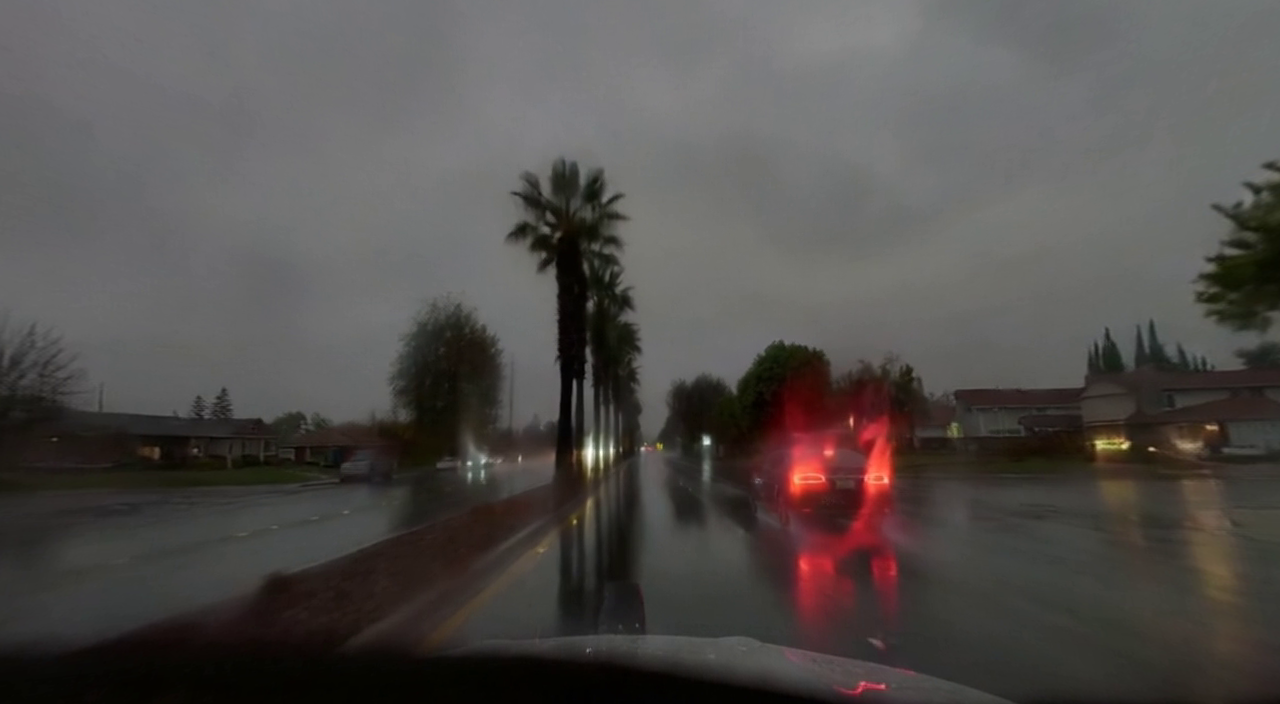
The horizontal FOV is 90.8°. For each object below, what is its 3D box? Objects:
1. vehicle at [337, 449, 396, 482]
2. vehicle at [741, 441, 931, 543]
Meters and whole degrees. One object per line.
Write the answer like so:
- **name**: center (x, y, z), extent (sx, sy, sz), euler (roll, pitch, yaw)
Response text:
- **vehicle**: center (-18.990, 7.916, 44.067), extent (1.987, 1.998, 4.642), euler (-3, -10, 1)
- **vehicle**: center (3.288, 2.443, 11.772), extent (1.989, 1.492, 4.689), euler (0, -9, -1)
